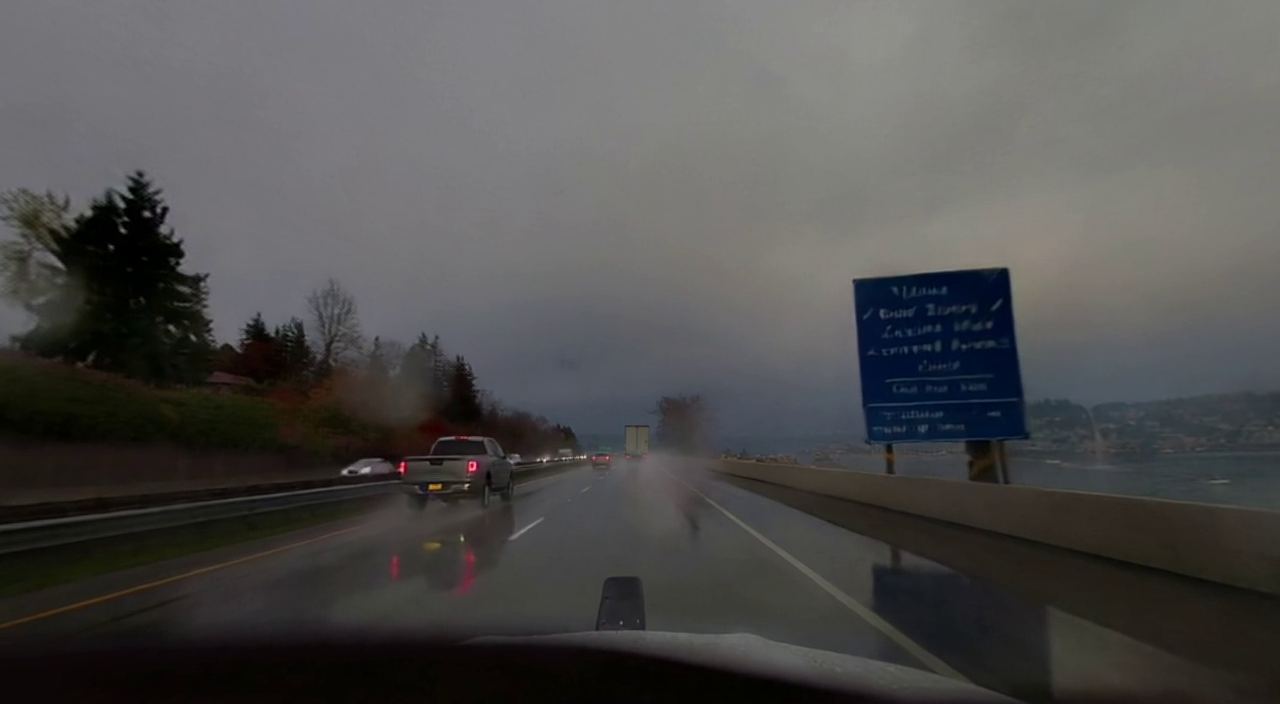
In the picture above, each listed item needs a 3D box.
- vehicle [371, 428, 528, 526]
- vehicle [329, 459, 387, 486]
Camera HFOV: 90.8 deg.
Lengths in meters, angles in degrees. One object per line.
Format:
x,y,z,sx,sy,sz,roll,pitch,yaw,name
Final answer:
-4.056,2.756,14.403,2.079,1.845,4.654,0,-9,0,vehicle
-16.907,7.241,37.999,1.791,1.483,3.609,0,-9,0,vehicle
